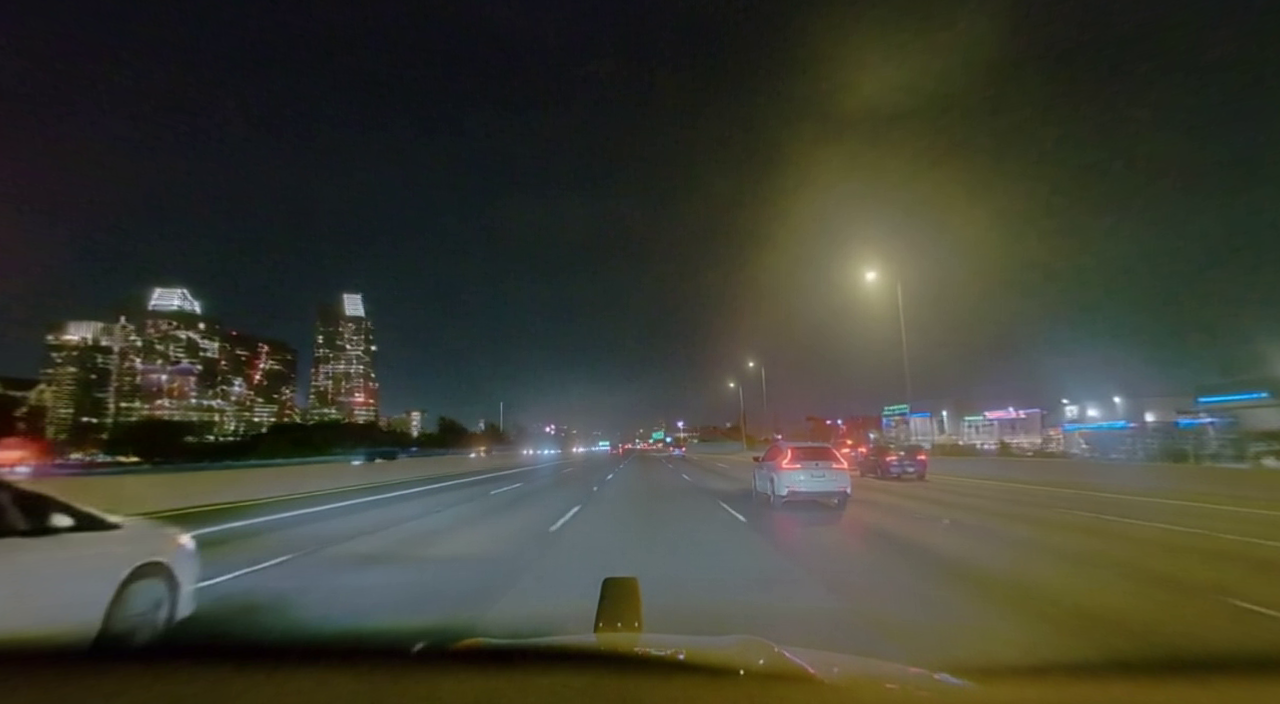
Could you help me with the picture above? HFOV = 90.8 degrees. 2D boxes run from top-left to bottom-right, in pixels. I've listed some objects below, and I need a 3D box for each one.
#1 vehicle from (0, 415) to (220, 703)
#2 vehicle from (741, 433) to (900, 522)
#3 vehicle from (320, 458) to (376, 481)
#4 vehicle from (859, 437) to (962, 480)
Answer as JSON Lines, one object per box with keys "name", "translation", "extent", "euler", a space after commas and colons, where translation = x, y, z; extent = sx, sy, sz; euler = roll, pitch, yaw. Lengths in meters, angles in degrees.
{"name": "vehicle", "translation": [-3.557, 0.894, 1.609], "extent": [1.975, 1.536, 4.295], "euler": [0, -9, 0]}
{"name": "vehicle", "translation": [3.451, 2.478, 13.005], "extent": [1.961, 1.504, 4.094], "euler": [0, -9, -1]}
{"name": "vehicle", "translation": [-21.308, 8.574, 46.246], "extent": [1.852, 1.460, 4.707], "euler": [0, -9, 0]}
{"name": "vehicle", "translation": [10.455, 4.134, 24.813], "extent": [2.019, 1.529, 4.385], "euler": [0, -9, -1]}
